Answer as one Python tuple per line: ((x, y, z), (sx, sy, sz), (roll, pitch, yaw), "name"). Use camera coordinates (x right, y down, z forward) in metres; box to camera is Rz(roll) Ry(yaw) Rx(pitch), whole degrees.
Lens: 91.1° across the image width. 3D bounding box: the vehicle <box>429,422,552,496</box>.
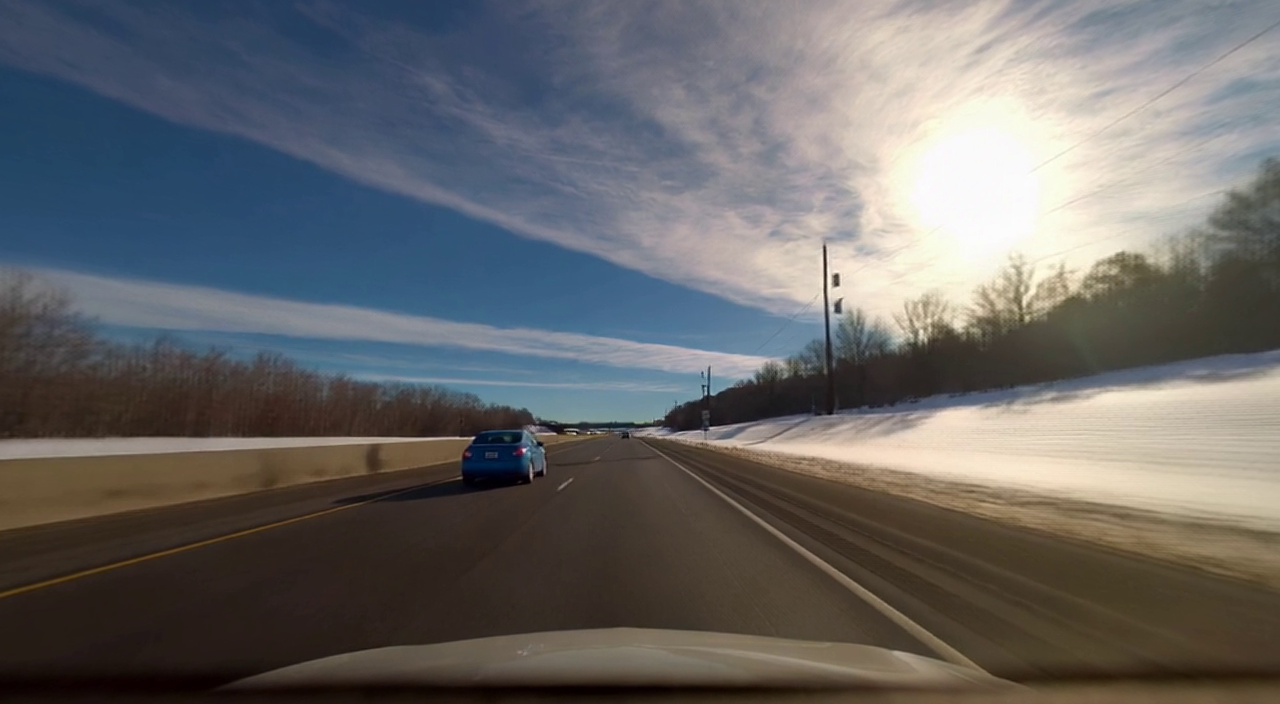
((-3.423, 2.513, 15.216), (1.999, 1.536, 3.969), (0, -8, 0), "vehicle")
